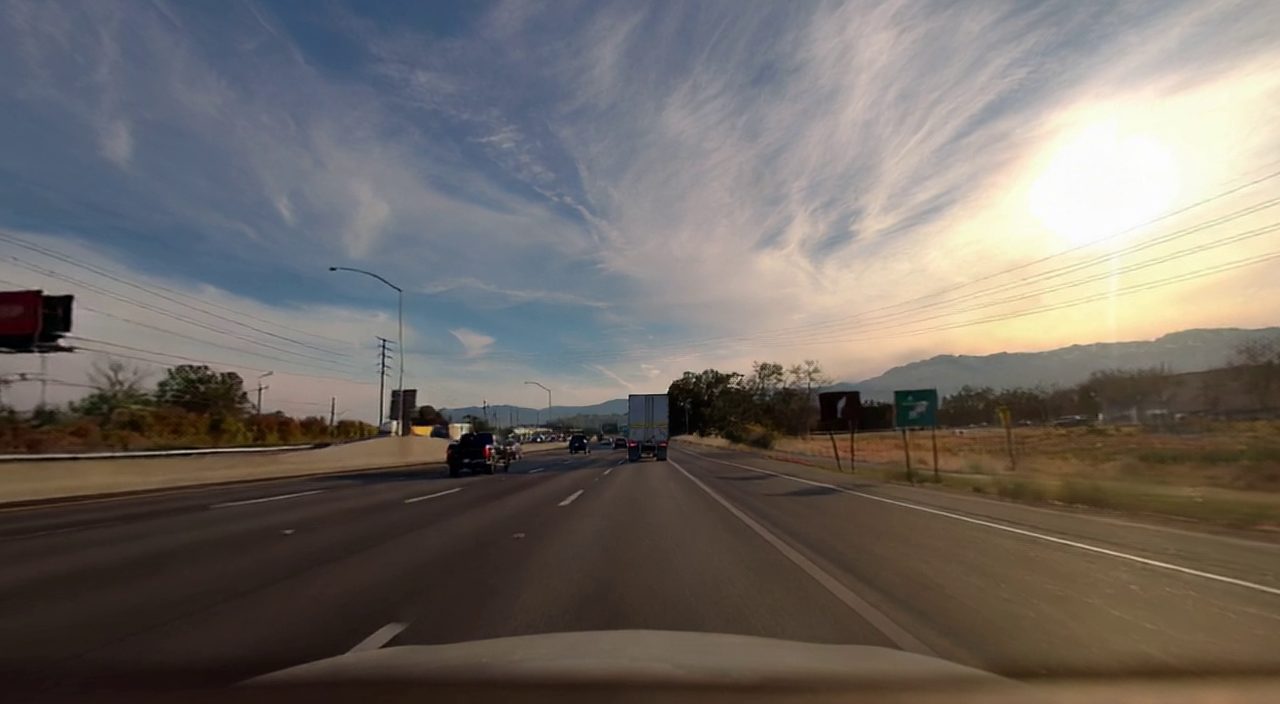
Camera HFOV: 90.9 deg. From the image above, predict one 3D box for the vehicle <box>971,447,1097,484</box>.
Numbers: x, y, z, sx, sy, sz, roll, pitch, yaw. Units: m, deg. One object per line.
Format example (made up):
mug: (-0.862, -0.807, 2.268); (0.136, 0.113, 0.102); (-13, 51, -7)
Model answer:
vehicle: (17.829, 5.140, 28.855); (1.757, 1.437, 4.897); (5, -10, -16)

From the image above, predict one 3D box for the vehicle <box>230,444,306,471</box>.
vehicle: (-21.498, 6.078, 36.640); (1.810, 1.460, 4.034); (-1, -8, 1)

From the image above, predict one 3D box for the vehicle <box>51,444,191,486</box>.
vehicle: (-19.707, 4.280, 24.202); (2.010, 1.450, 3.821); (0, -8, 2)

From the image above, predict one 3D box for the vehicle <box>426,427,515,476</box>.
vehicle: (-6.941, 4.169, 26.566); (2.197, 1.847, 5.364); (0, -8, 1)

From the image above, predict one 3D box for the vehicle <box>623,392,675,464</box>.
vehicle: (0.726, 5.060, 40.981); (2.879, 4.027, 11.243); (-1, -8, 2)
